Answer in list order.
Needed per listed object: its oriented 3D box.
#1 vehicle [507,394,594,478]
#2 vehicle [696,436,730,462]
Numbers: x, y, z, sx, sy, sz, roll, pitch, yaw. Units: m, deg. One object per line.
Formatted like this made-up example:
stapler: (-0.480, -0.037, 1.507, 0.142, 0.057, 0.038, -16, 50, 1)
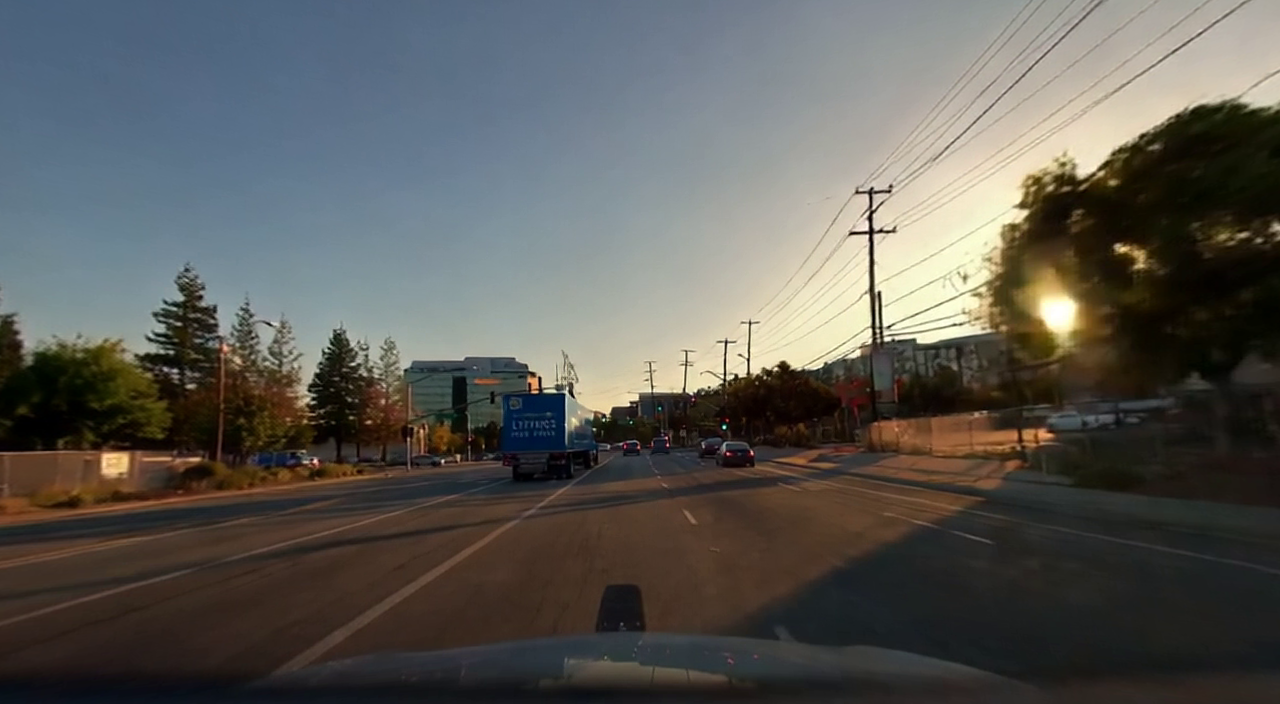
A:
vehicle: (-3.912, 3.995, 29.626, 2.889, 3.347, 8.285, 0, -8, 0)
vehicle: (5.024, 6.726, 43.938, 2.102, 1.662, 4.533, -1, -8, 4)
